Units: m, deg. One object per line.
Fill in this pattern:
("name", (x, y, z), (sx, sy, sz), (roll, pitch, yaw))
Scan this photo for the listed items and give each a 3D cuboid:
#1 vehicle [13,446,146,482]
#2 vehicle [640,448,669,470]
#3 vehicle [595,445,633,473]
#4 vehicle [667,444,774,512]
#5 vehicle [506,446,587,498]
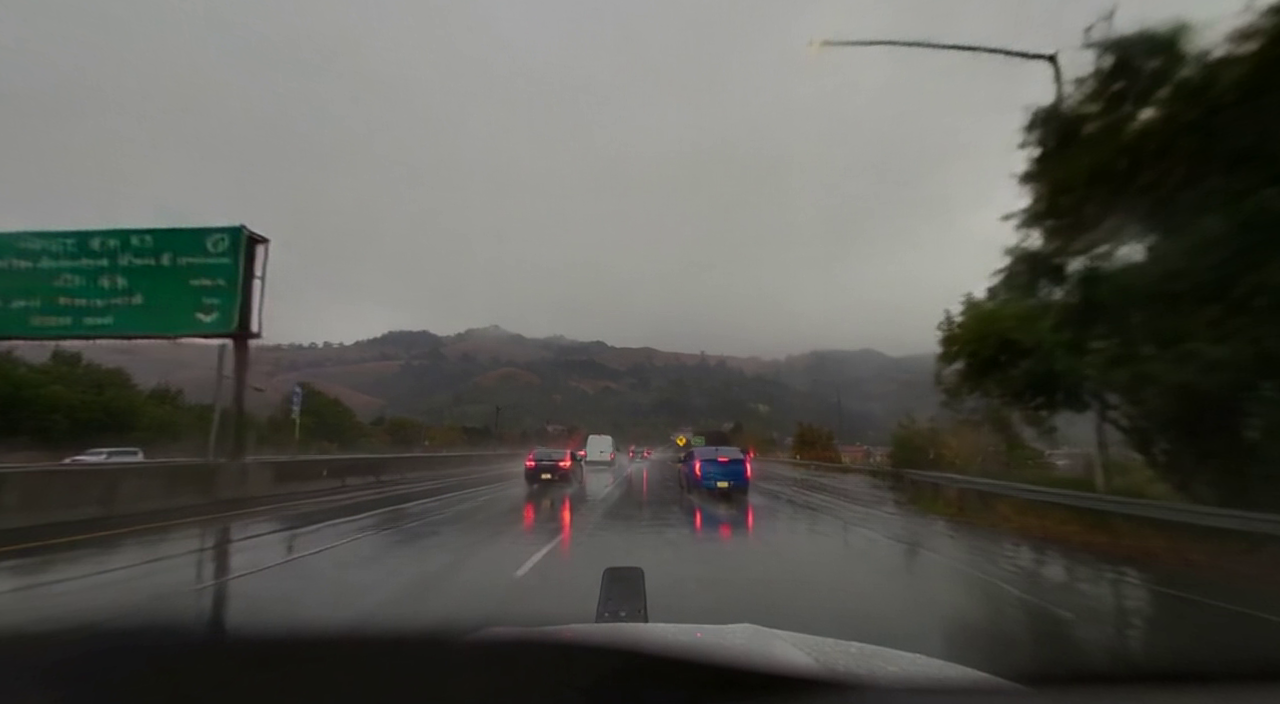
("vehicle", (-34.050, 6.797, 38.663), (2.295, 2.002, 6.355), (0, -8, 0))
("vehicle", (1.062, 7.985, 47.139), (2.054, 1.504, 3.890), (0, -8, 0))
("vehicle", (-1.655, 6.660, 39.470), (2.270, 1.660, 4.101), (0, -8, -3))
("vehicle", (1.886, 3.129, 16.268), (2.050, 1.491, 4.362), (0, -8, -2))
("vehicle", (-2.958, 3.902, 20.974), (1.990, 1.501, 4.250), (0, -8, 1))
